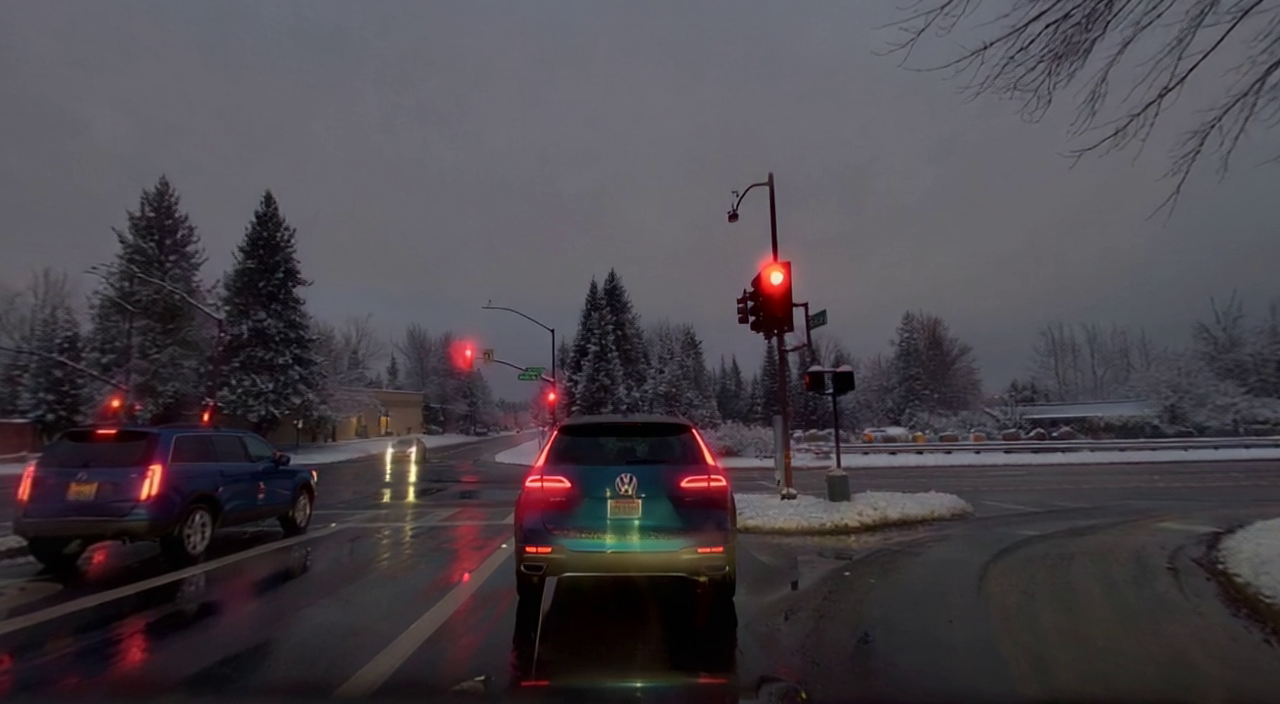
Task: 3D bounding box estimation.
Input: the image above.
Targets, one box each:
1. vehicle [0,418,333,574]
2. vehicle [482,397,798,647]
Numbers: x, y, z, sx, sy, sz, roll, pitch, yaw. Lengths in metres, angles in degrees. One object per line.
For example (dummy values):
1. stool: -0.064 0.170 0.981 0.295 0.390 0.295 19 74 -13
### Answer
1. vehicle: -6.393 1.900 9.110 2.020 1.695 4.187 1 -9 -5
2. vehicle: -0.145 1.458 6.441 2.154 1.670 4.140 0 -9 -5
